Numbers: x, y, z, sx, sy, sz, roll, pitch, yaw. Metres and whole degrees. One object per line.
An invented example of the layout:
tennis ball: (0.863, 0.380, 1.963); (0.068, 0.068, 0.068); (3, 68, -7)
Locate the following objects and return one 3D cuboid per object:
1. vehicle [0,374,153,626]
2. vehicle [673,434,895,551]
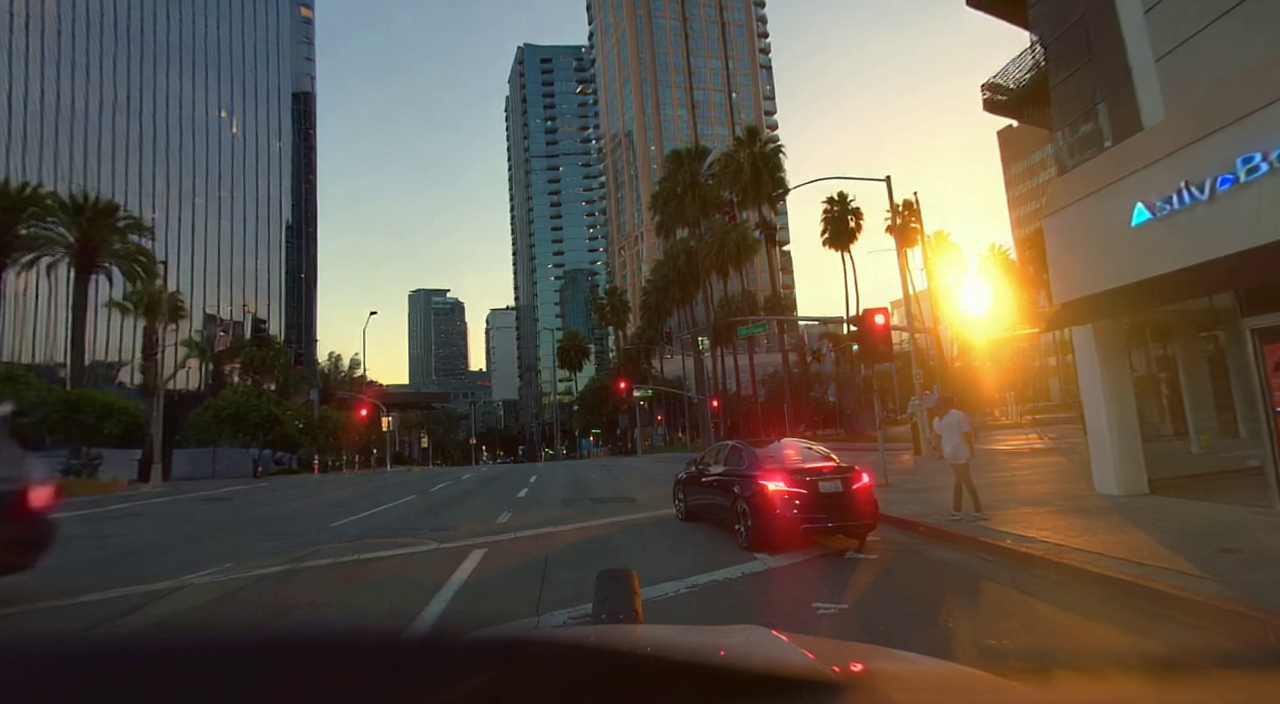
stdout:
vehicle: (-6.124, 0.975, 3.627); (2.190, 1.964, 5.614); (0, -8, 0)
vehicle: (1.982, 2.137, 10.474); (2.090, 1.466, 4.676); (1, -8, -7)
